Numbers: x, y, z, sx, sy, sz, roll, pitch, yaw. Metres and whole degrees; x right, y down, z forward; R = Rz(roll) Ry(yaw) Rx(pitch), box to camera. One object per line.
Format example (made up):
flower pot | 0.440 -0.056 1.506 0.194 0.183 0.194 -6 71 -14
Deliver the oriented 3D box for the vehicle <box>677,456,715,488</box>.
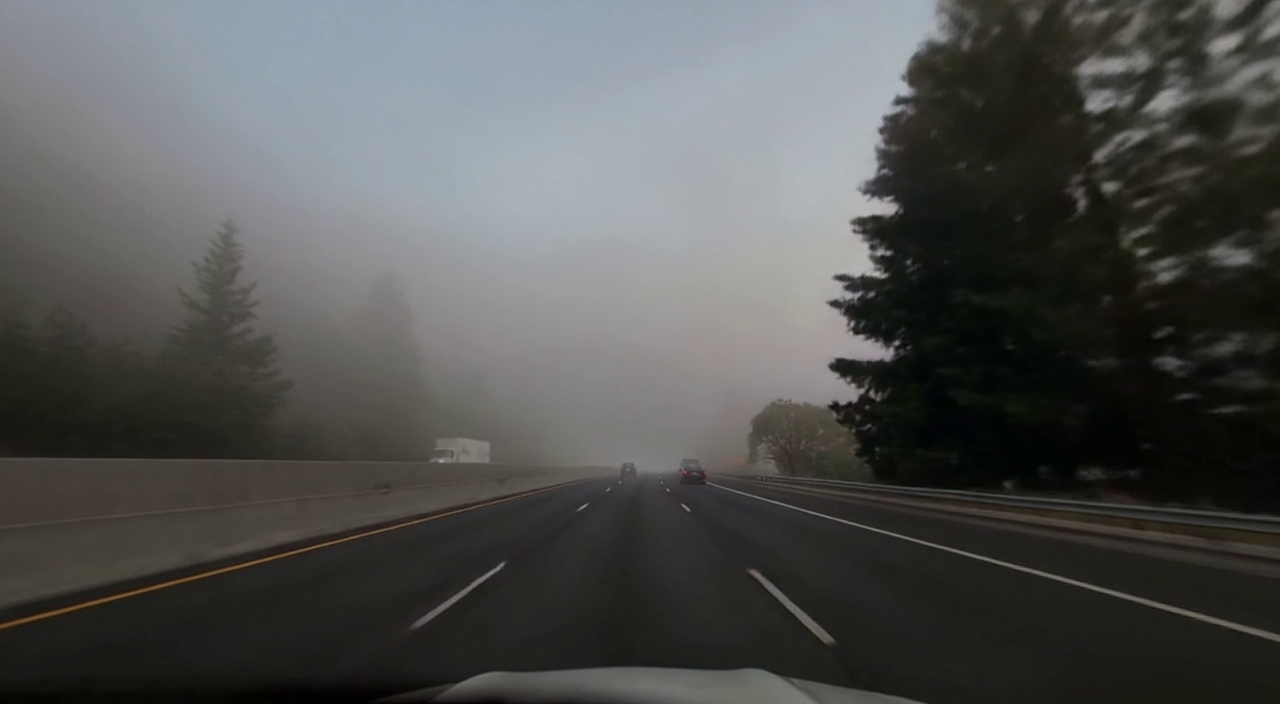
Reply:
vehicle | 3.705 8.024 42.205 2.093 1.933 4.623 1 -10 0
